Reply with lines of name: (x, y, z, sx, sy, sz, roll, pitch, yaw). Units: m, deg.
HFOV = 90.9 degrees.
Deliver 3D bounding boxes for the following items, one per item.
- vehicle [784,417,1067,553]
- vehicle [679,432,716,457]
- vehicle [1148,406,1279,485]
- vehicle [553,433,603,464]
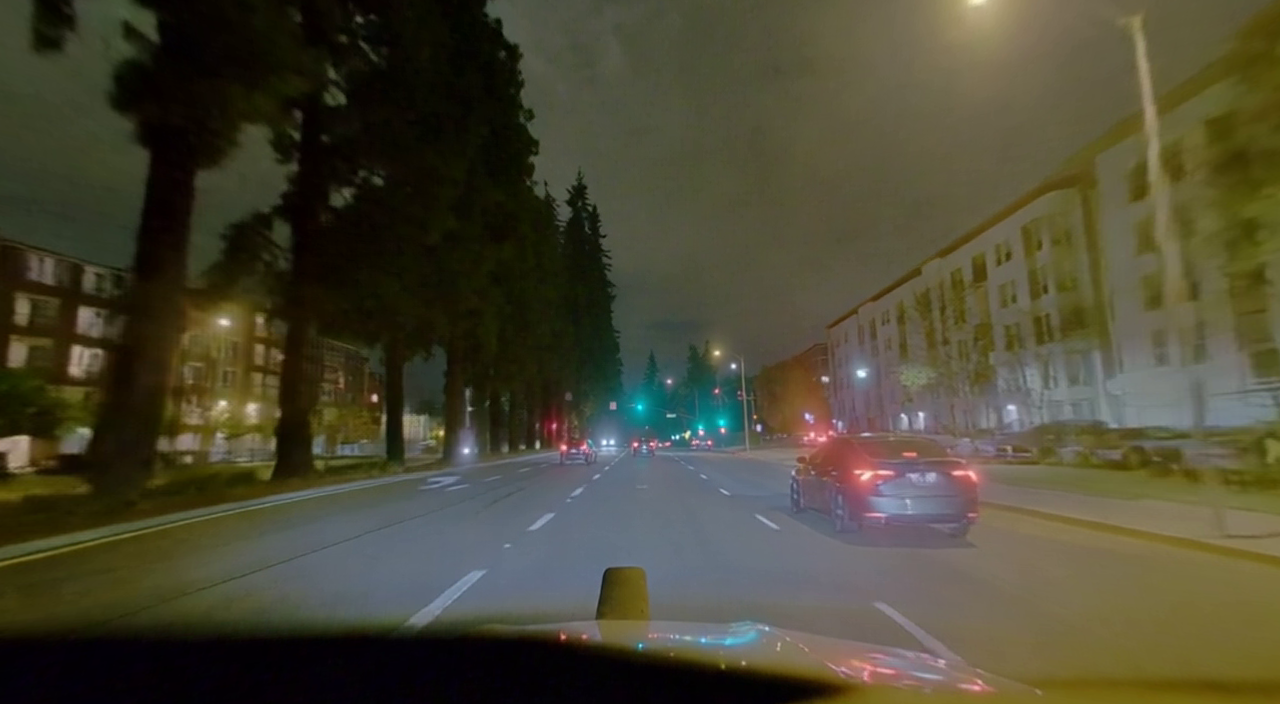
vehicle: (3.748, 1.836, 9.438, 2.128, 1.502, 4.572, 0, -8, 1)
vehicle: (3.975, 6.484, 44.307, 2.137, 1.646, 4.488, 0, -8, 0)
vehicle: (15.666, 2.305, 15.540, 4.410, 1.795, 2.078, 0, -8, -1)
vehicle: (-3.205, 5.121, 33.477, 2.049, 1.485, 4.656, 0, -8, 1)
